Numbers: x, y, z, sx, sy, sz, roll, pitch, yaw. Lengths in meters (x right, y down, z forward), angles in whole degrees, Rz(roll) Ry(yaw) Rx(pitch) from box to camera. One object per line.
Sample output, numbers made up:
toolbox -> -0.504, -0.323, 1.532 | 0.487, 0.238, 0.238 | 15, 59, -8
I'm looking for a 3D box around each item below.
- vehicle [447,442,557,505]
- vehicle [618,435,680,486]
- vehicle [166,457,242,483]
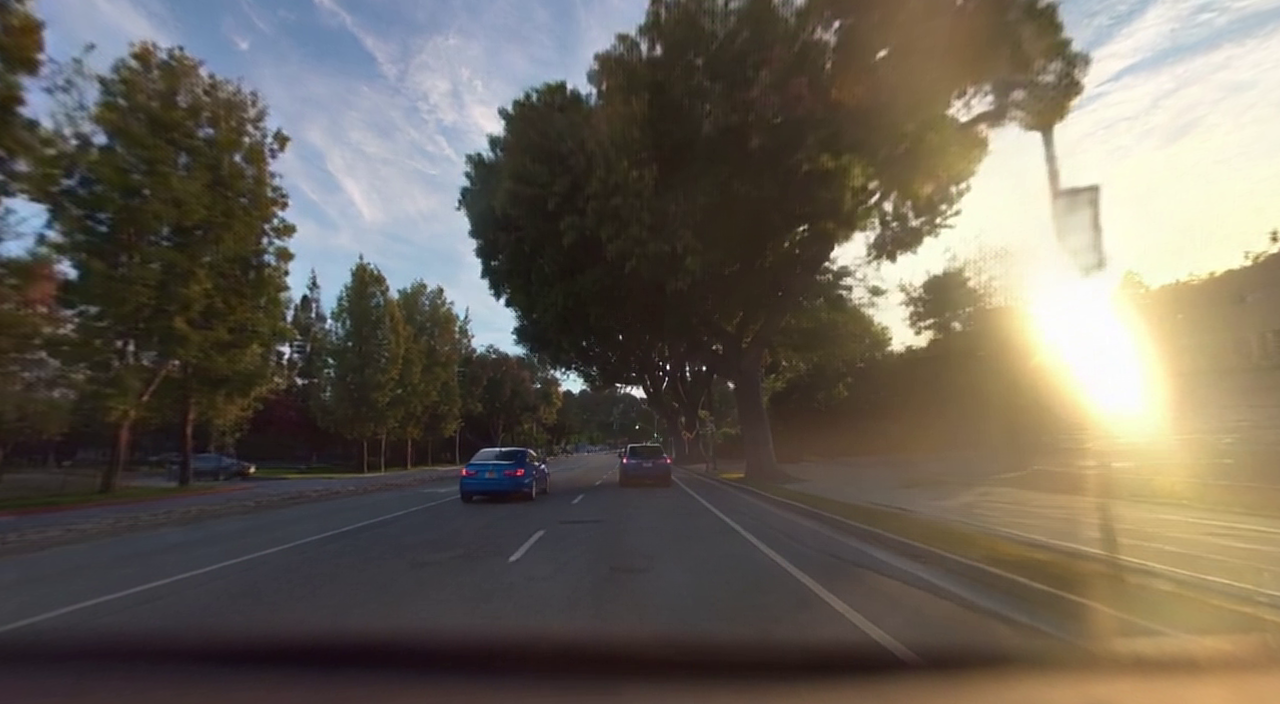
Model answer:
vehicle -> -3.531, 3.176, 16.919 | 2.036, 1.447, 4.044 | 0, -9, 0
vehicle -> 0.271, 4.205, 24.676 | 2.215, 1.799, 4.426 | 0, -9, -1
vehicle -> -28.017, 7.567, 40.592 | 1.826, 1.464, 4.533 | 0, -9, -3
